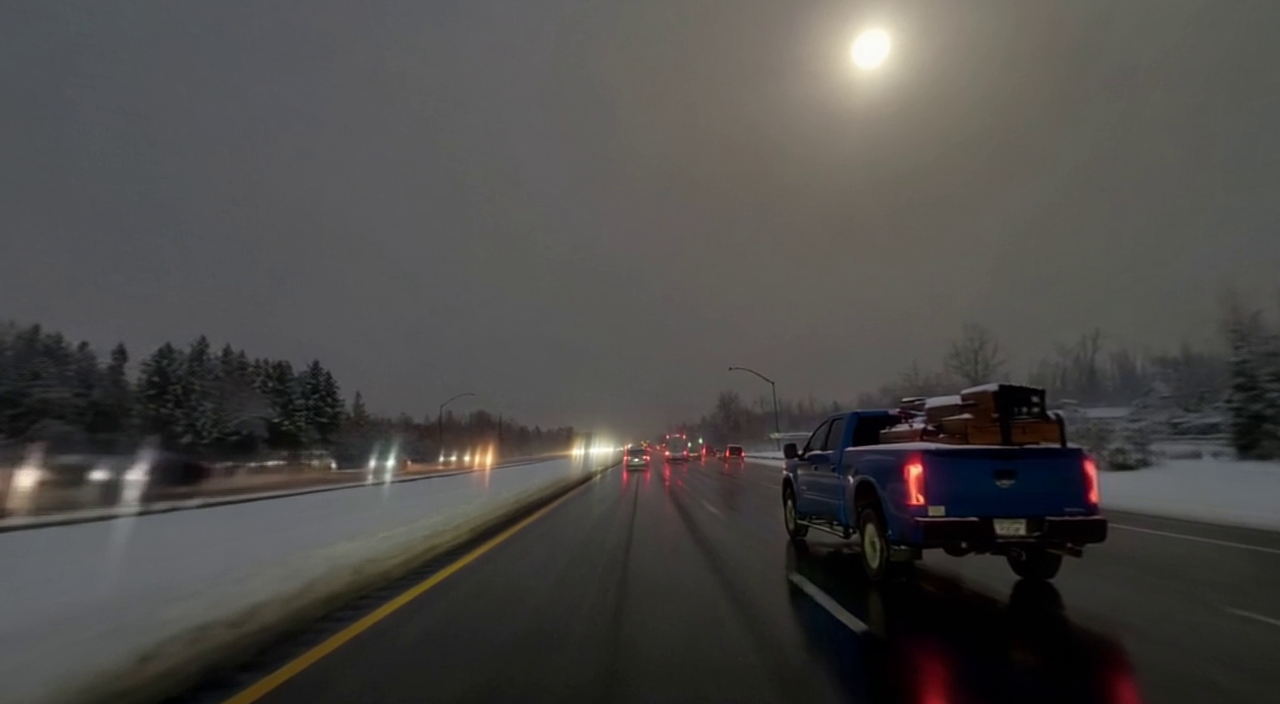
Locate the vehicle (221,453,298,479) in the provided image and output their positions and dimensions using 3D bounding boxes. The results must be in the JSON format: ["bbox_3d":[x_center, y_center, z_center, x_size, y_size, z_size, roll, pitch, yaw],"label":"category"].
[{"bbox_3d":[-25.046,7.494,41.658,1.968,1.541,4.901,0,-9,1],"label":"vehicle"}]

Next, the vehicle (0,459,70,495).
[{"bbox_3d":[-28.872,5.638,28.541,1.862,1.503,4.385,0,-9,1],"label":"vehicle"}]

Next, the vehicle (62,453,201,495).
[{"bbox_3d":[-21.304,5.085,26.686,1.894,1.535,4.672,0,-9,1],"label":"vehicle"}]

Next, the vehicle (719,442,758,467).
[{"bbox_3d":[7.249,7.598,46.752,2.189,1.704,4.521,0,-9,0],"label":"vehicle"}]

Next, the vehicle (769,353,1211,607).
[{"bbox_3d":[3.443,1.457,8.018,2.354,2.079,5.586,0,-9,0],"label":"vehicle"}]

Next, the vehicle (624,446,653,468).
[{"bbox_3d":[-0.081,7.444,44.906,2.030,1.473,3.926,0,-9,0],"label":"vehicle"}]
